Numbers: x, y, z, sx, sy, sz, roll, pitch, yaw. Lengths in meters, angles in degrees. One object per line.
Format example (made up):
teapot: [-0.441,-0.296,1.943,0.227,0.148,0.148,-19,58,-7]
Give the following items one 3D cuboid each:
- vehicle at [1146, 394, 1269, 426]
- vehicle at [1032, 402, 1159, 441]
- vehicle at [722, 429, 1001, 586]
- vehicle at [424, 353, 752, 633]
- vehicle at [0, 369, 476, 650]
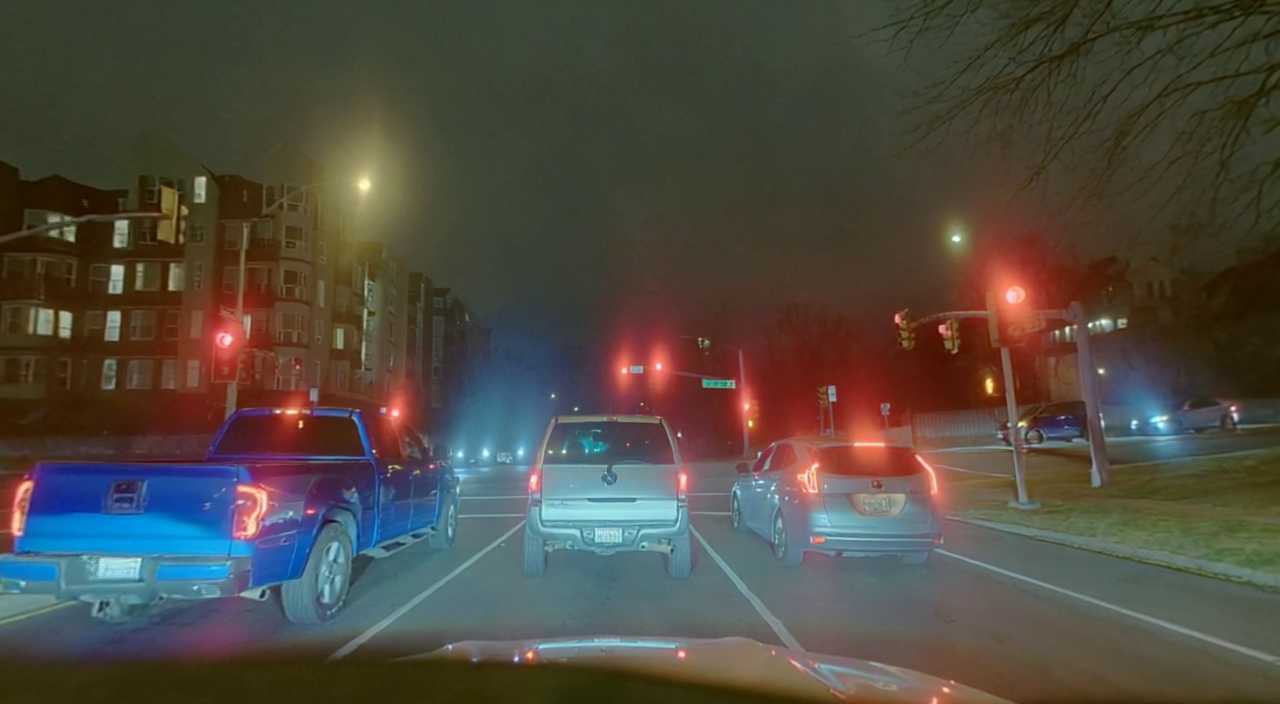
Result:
vehicle: [29.267,3.034,32.688,4.540,1.543,1.803,0,-9,1]
vehicle: [23.297,3.603,32.472,4.721,1.866,2.188,0,-9,2]
vehicle: [2.411,1.819,8.286,2.016,1.481,4.336,0,-9,-1]
vehicle: [-0.395,1.309,6.733,2.282,1.964,4.421,0,-9,-1]
vehicle: [-3.458,1.408,6.784,2.146,1.828,5.148,0,-9,-2]
